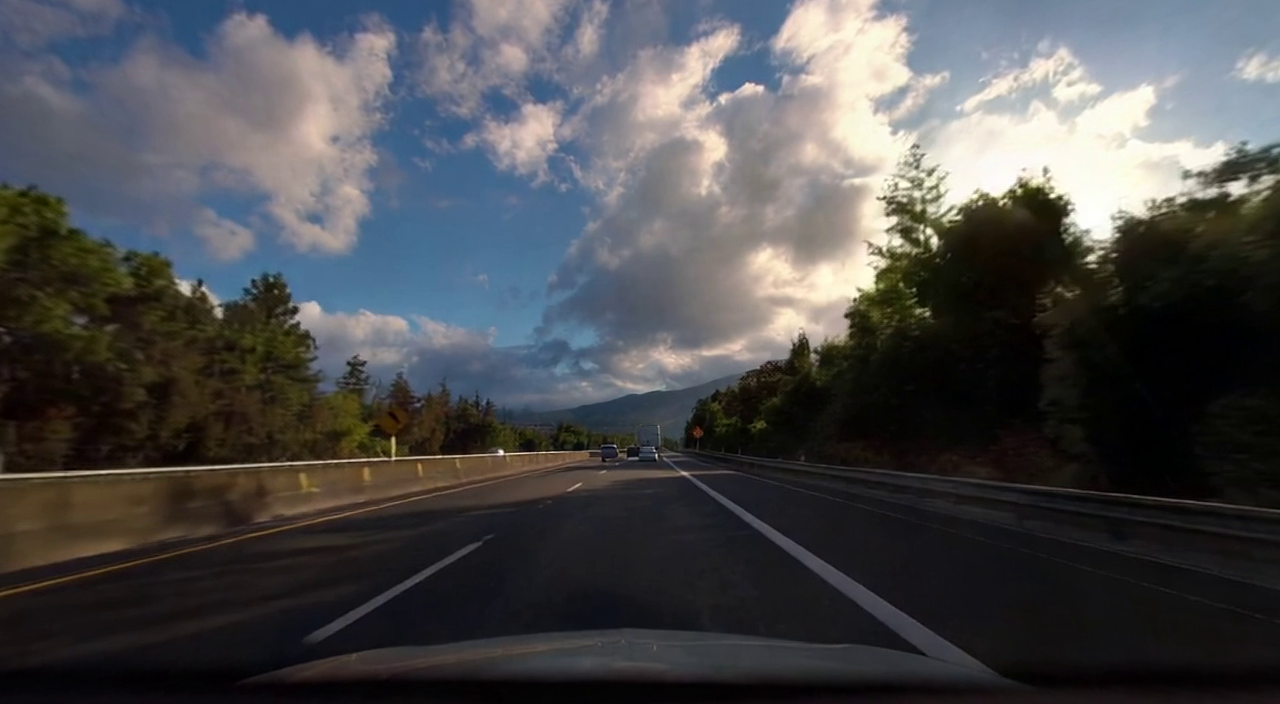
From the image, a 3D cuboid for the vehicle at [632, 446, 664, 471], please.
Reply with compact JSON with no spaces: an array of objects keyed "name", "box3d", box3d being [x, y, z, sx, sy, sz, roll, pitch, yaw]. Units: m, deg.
[{"name":"vehicle","box3d":[0.508,6.785,40.384,1.934,1.488,3.832,0,-9,0]}]
